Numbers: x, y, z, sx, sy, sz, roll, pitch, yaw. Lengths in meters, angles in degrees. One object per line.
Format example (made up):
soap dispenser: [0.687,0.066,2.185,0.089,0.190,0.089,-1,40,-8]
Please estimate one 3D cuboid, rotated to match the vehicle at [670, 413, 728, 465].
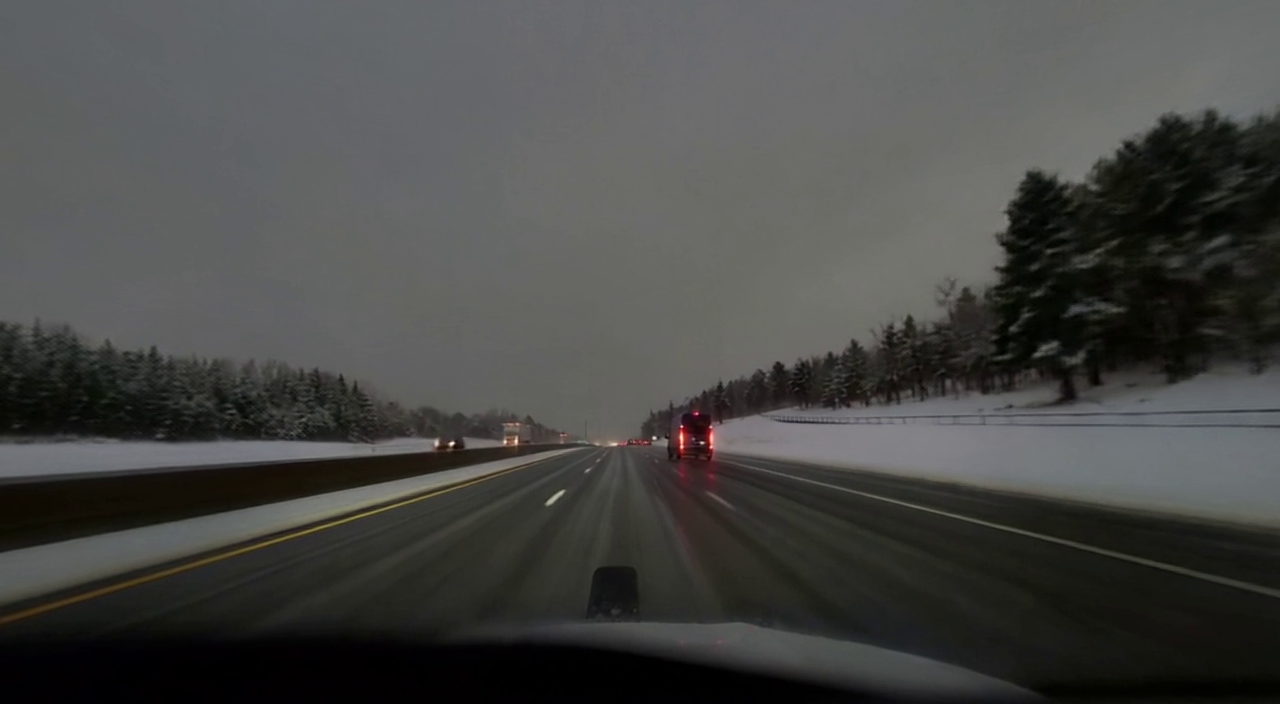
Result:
vehicle: [3.215,4.994,36.182,2.431,2.667,6.921,0,-8,-2]
